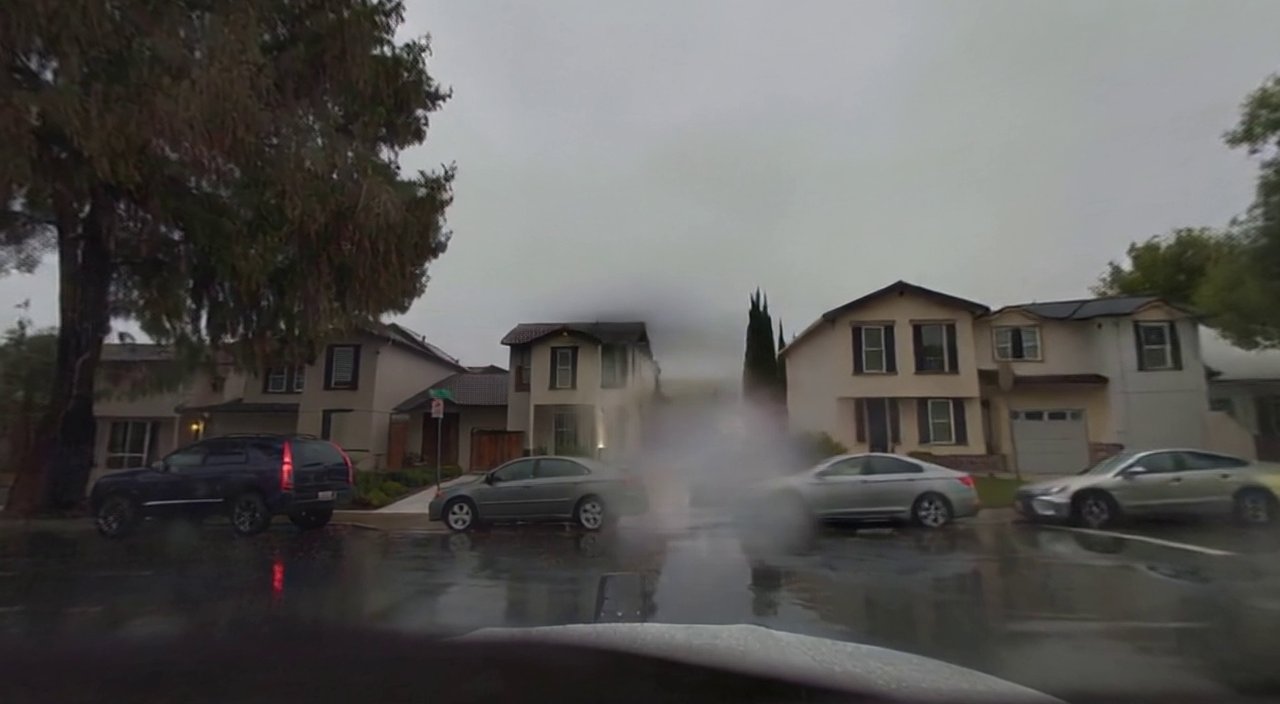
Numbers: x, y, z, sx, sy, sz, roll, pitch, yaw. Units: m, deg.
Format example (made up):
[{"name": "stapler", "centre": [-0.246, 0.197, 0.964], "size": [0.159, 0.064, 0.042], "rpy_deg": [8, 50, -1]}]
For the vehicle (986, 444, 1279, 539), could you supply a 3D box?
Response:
[{"name": "vehicle", "centre": [9.088, 2.420, 11.206], "size": [4.785, 1.471, 1.798], "rpy_deg": [1, -8, -1]}]

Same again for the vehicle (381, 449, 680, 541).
[{"name": "vehicle", "centre": [-1.823, 2.556, 11.615], "size": [5.075, 1.436, 1.863], "rpy_deg": [0, -8, 3]}]

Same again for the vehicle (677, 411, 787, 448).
[{"name": "vehicle", "centre": [3.967, 3.413, 27.601], "size": [4.565, 1.479, 1.775], "rpy_deg": [1, -8, 1]}]

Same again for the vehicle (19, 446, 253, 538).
[{"name": "vehicle", "centre": [-10.713, 2.940, 13.870], "size": [1.827, 1.648, 4.030], "rpy_deg": [0, -8, -1]}]

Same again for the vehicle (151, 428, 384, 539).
[{"name": "vehicle", "centre": [-7.729, 2.705, 13.782], "size": [2.046, 1.969, 4.585], "rpy_deg": [-1, -8, 4]}]

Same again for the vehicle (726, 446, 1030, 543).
[{"name": "vehicle", "centre": [3.943, 2.445, 11.149], "size": [4.663, 1.452, 1.801], "rpy_deg": [0, -8, 4]}]
